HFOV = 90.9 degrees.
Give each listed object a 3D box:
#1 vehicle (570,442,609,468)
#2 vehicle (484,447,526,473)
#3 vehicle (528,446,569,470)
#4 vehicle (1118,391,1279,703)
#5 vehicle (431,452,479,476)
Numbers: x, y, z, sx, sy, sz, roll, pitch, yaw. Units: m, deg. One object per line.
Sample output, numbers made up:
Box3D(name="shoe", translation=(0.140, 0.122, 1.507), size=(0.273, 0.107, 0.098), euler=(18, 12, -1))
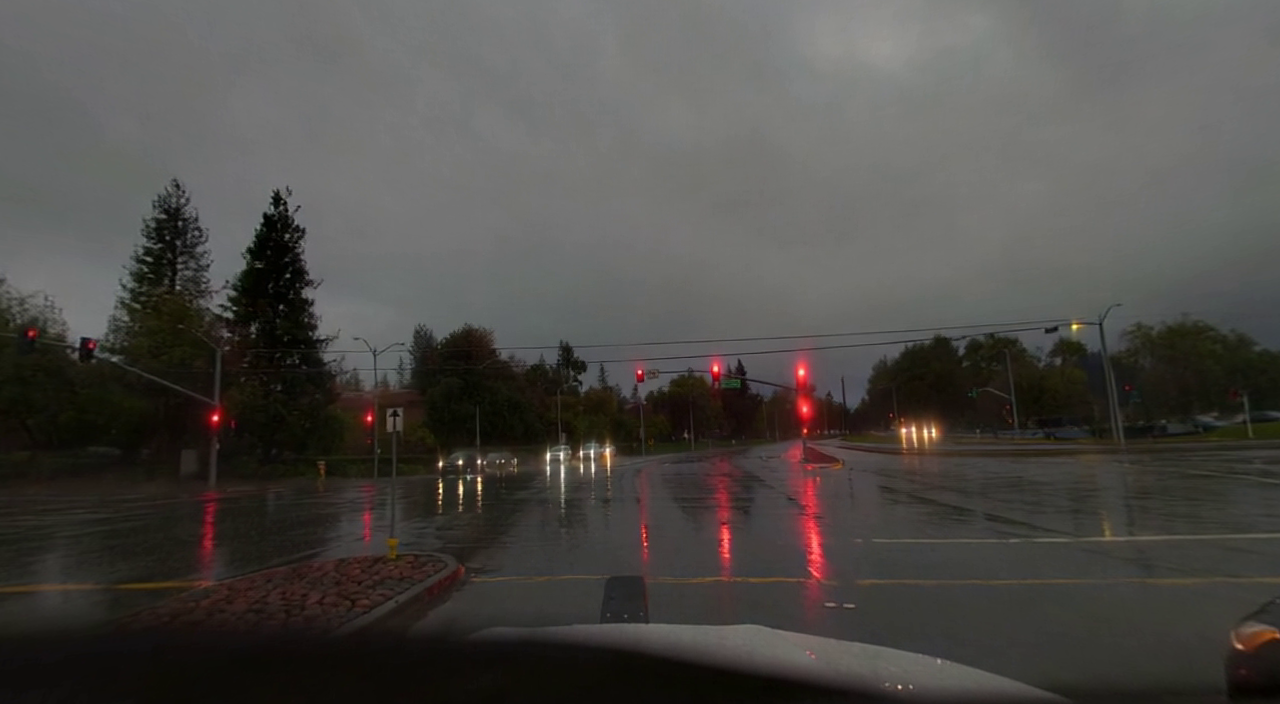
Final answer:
Box3D(name="vehicle", translation=(-3.553, 7.329, 45.114), size=(2.215, 1.732, 4.684), euler=(-1, -9, 3))
Box3D(name="vehicle", translation=(-9.775, 7.838, 45.951), size=(2.064, 1.725, 4.243), euler=(0, -9, 1))
Box3D(name="vehicle", translation=(-6.543, 7.604, 45.495), size=(2.126, 1.657, 4.307), euler=(0, -9, 2))
Box3D(name="vehicle", translation=(3.062, 0.618, 0.427), size=(1.978, 1.468, 4.544), euler=(0, -9, 1))
Box3D(name="vehicle", translation=(-13.389, 8.132, 45.992), size=(2.101, 1.637, 4.304), euler=(0, -9, 1))
